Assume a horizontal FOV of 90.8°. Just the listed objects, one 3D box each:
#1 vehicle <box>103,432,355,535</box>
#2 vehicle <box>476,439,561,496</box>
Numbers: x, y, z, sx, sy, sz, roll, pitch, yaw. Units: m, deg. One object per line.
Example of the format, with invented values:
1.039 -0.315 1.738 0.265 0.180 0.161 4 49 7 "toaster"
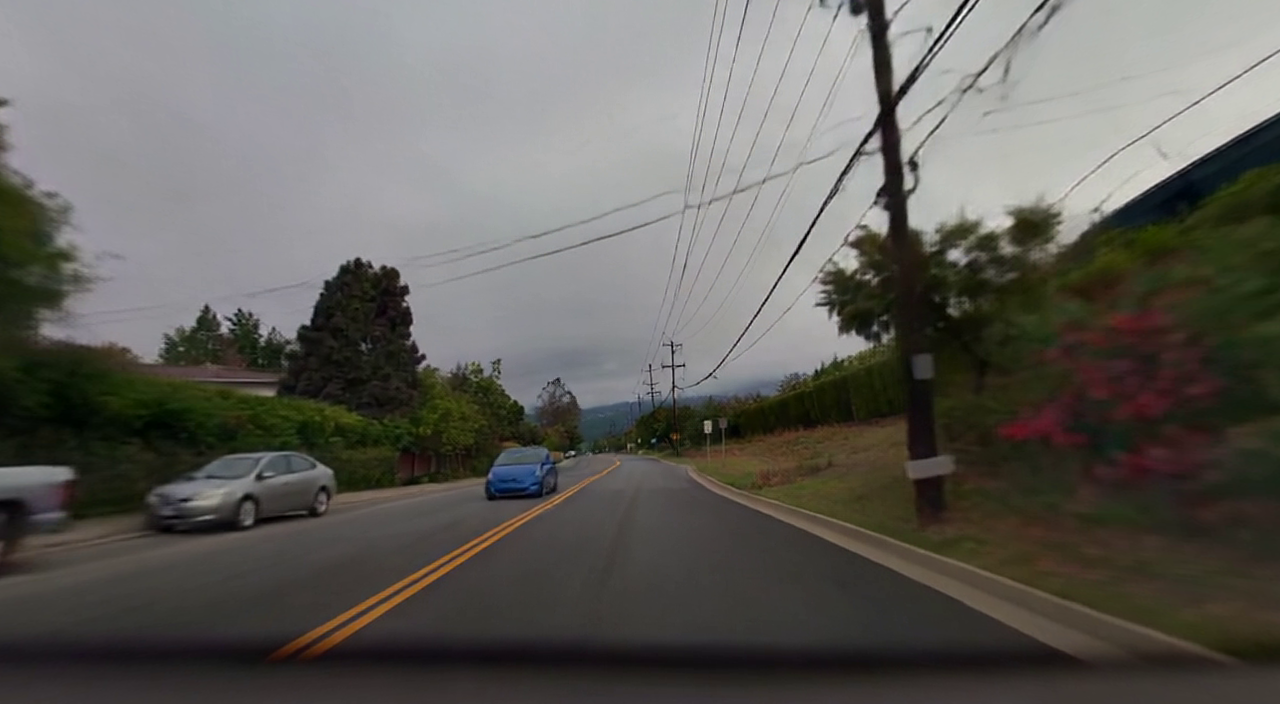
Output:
-7.690 2.571 12.533 1.940 1.514 4.544 -4 -11 0 "vehicle"
-4.038 3.909 21.840 2.109 1.738 4.405 0 -8 -1 "vehicle"
